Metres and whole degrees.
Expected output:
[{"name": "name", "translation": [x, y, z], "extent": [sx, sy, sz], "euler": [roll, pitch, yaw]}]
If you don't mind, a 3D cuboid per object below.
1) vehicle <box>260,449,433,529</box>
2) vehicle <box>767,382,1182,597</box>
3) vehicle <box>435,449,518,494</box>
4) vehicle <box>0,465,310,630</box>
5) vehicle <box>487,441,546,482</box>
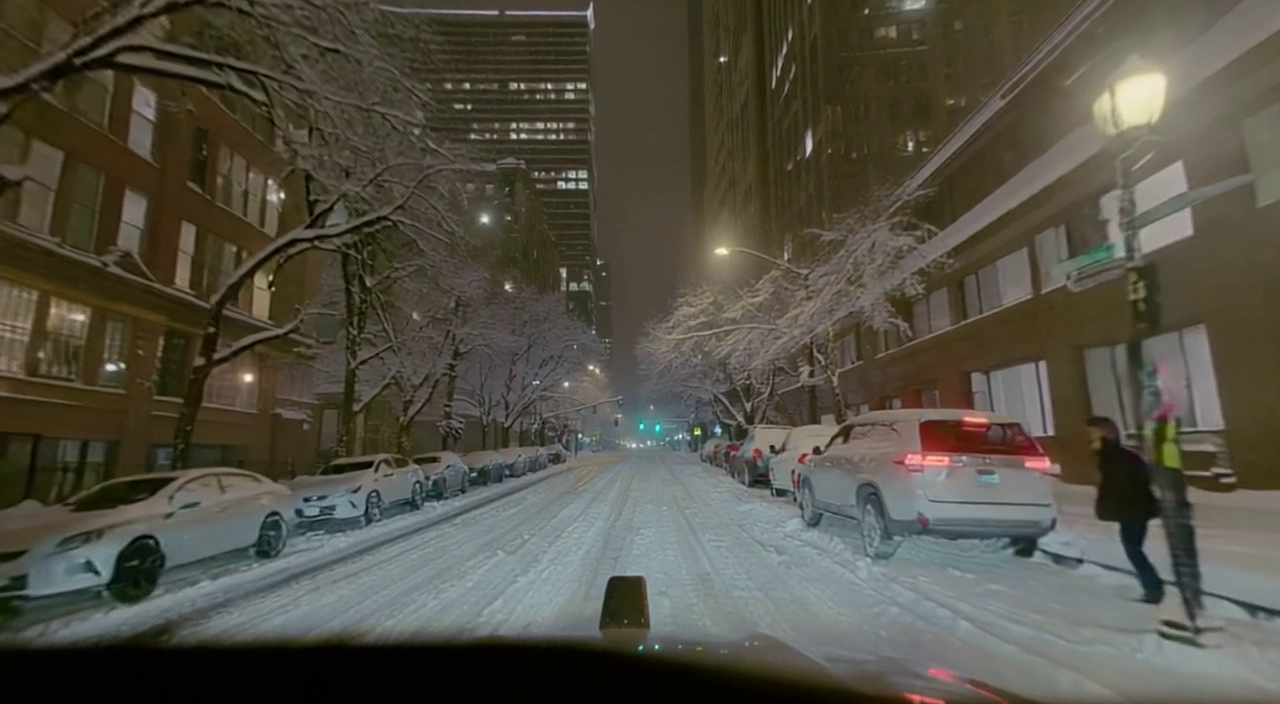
[{"name": "vehicle", "translation": [-6.748, 3.148, 15.173], "extent": [2.110, 1.498, 4.555], "euler": [-1, -8, -2]}, {"name": "vehicle", "translation": [3.891, 1.764, 9.220], "extent": [2.568, 2.001, 5.999], "euler": [-2, -8, -2]}, {"name": "vehicle", "translation": [-6.539, 4.805, 25.781], "extent": [2.270, 1.539, 4.855], "euler": [-1, -8, -2]}, {"name": "vehicle", "translation": [-6.875, 2.439, 8.888], "extent": [1.889, 1.451, 5.013], "euler": [-1, -8, -2]}, {"name": "vehicle", "translation": [-6.325, 5.637, 32.857], "extent": [2.273, 1.871, 4.920], "euler": [-1, -8, -2]}]
